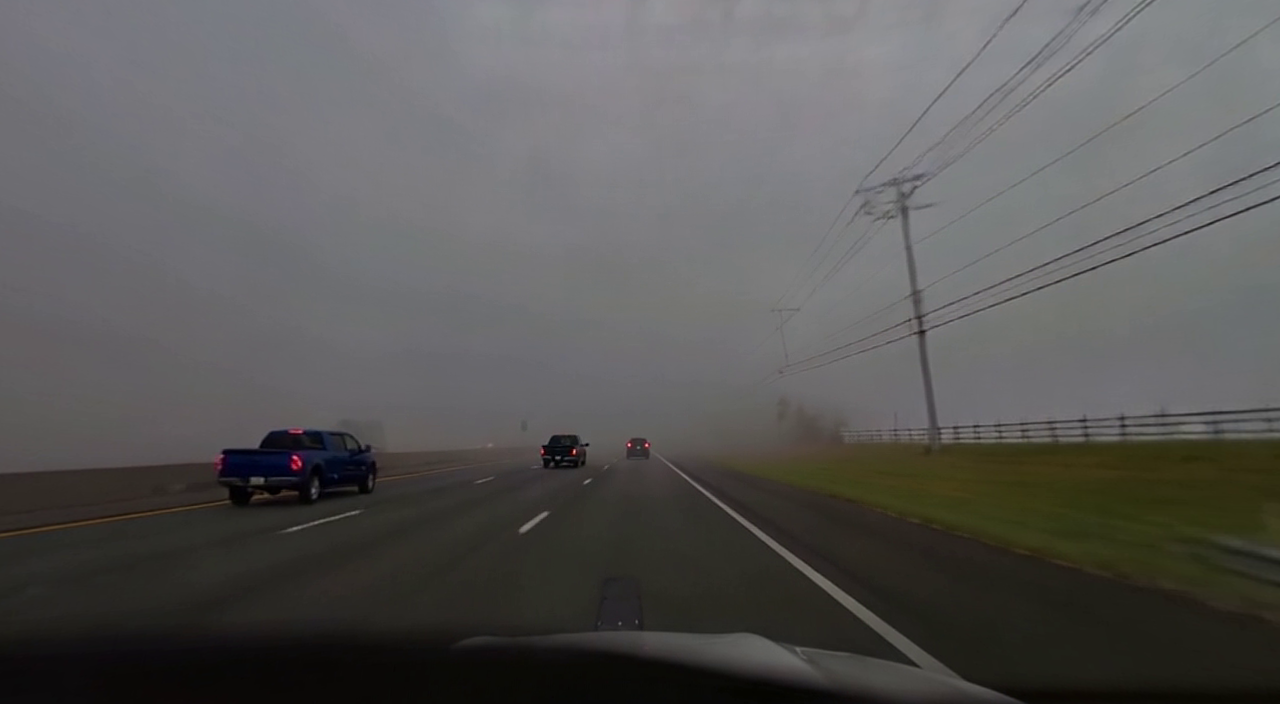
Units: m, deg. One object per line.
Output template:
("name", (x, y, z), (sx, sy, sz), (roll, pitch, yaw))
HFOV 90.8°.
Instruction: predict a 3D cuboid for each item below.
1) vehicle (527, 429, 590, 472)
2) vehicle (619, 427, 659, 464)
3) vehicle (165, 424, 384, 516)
("vehicle", (-3.678, 4.581, 29.550), (2.204, 1.812, 5.289), (0, -8, 0))
("vehicle", (-0.013, 5.893, 39.784), (2.358, 2.144, 4.713), (0, -8, 1))
("vehicle", (-7.425, 2.434, 13.513), (2.013, 1.609, 4.446), (0, -8, 0))
